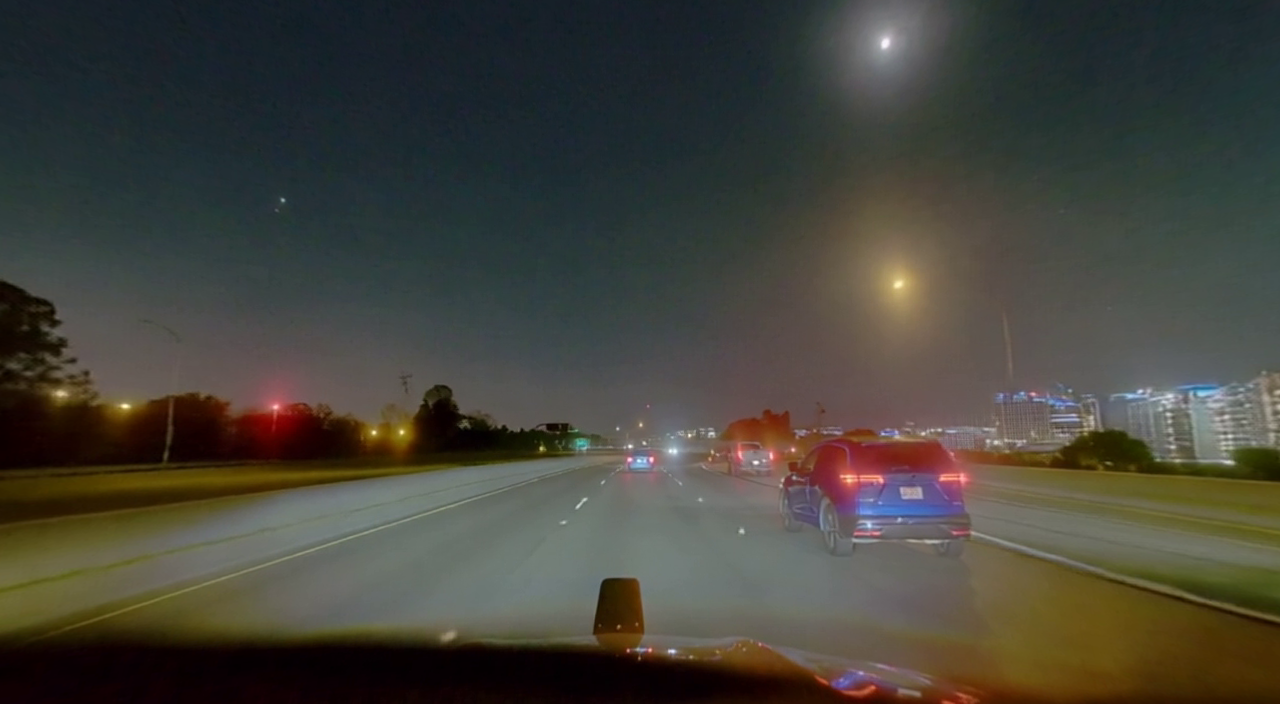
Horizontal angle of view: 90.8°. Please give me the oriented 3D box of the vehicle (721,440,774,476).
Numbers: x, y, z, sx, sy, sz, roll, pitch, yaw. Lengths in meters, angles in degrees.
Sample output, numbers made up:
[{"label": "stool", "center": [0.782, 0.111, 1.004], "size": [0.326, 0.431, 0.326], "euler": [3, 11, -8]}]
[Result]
[{"label": "vehicle", "center": [7.319, 7.284, 43.768], "size": [2.526, 2.230, 6.190], "euler": [0, -9, 0]}]

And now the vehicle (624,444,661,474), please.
[{"label": "vehicle", "center": [0.161, 6.695, 39.869], "size": [2.181, 1.768, 4.383], "euler": [0, -9, 0]}]

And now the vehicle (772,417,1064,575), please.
[{"label": "vehicle", "center": [3.417, 1.858, 8.945], "size": [2.097, 1.659, 4.320], "euler": [0, -9, -1]}]
